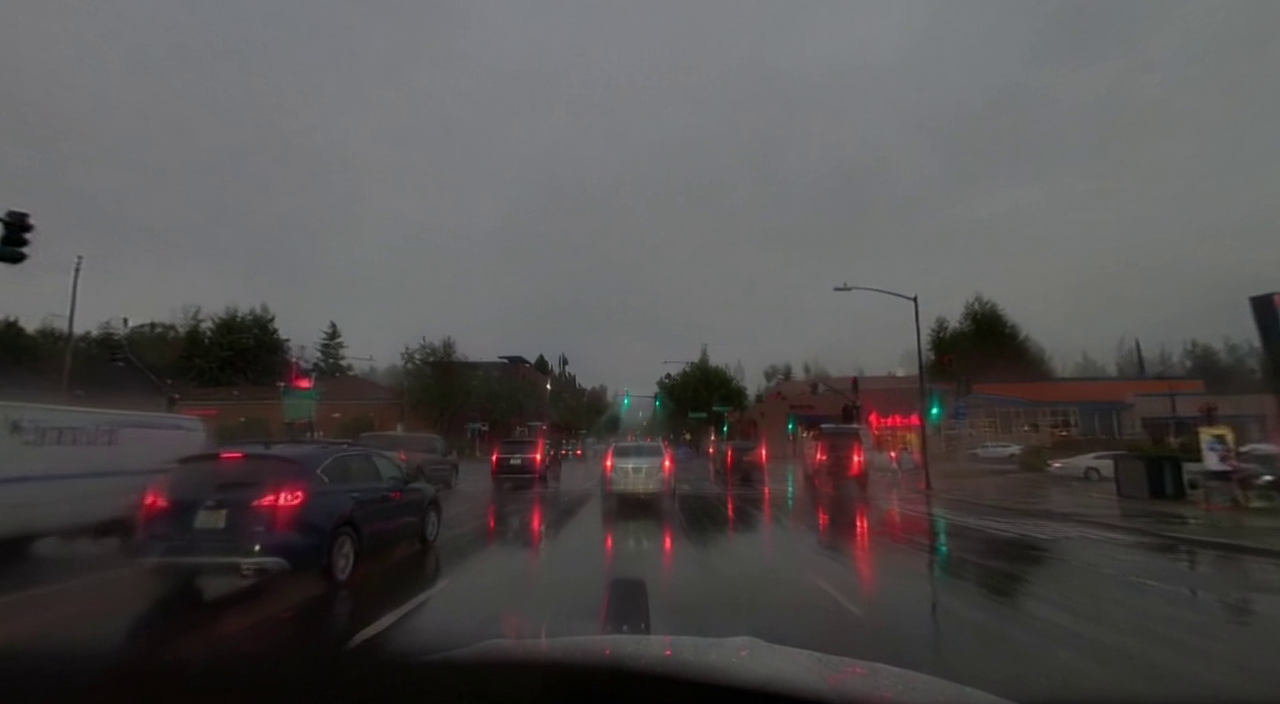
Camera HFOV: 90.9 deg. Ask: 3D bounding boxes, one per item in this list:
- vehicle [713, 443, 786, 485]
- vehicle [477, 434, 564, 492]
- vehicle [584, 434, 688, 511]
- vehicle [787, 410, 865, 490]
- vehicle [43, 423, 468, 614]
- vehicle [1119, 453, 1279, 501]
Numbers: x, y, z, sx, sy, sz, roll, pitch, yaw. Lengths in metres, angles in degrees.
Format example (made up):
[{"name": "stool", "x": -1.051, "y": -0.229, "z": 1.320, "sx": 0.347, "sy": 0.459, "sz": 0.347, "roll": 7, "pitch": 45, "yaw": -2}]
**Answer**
[{"name": "vehicle", "x": 4.175, "y": 4.343, "z": 24.723, "sx": 1.979, "sy": 1.485, "sz": 4.207, "roll": 0, "pitch": -8, "yaw": -1}, {"name": "vehicle", "x": -3.714, "y": 3.519, "z": 20.323, "sx": 1.983, "sy": 1.685, "sz": 3.997, "roll": 0, "pitch": -8, "yaw": 0}, {"name": "vehicle", "x": -0.082, "y": 2.770, "z": 14.984, "sx": 2.121, "sy": 1.563, "sz": 4.031, "roll": 0, "pitch": -8, "yaw": 0}, {"name": "vehicle", "x": 8.461, "y": 4.467, "z": 28.900, "sx": 2.613, "sy": 3.281, "sz": 2.673, "roll": 5, "pitch": -8, "yaw": 0}, {"name": "vehicle", "x": -3.706, "y": 1.670, "z": 7.408, "sx": 1.992, "sy": 1.493, "sz": 4.688, "roll": 0, "pitch": -8, "yaw": 1}, {"name": "vehicle", "x": 19.026, "y": 4.139, "z": 21.061, "sx": 4.367, "sy": 1.475, "sz": 1.815, "roll": -1, "pitch": -8, "yaw": 7}]
